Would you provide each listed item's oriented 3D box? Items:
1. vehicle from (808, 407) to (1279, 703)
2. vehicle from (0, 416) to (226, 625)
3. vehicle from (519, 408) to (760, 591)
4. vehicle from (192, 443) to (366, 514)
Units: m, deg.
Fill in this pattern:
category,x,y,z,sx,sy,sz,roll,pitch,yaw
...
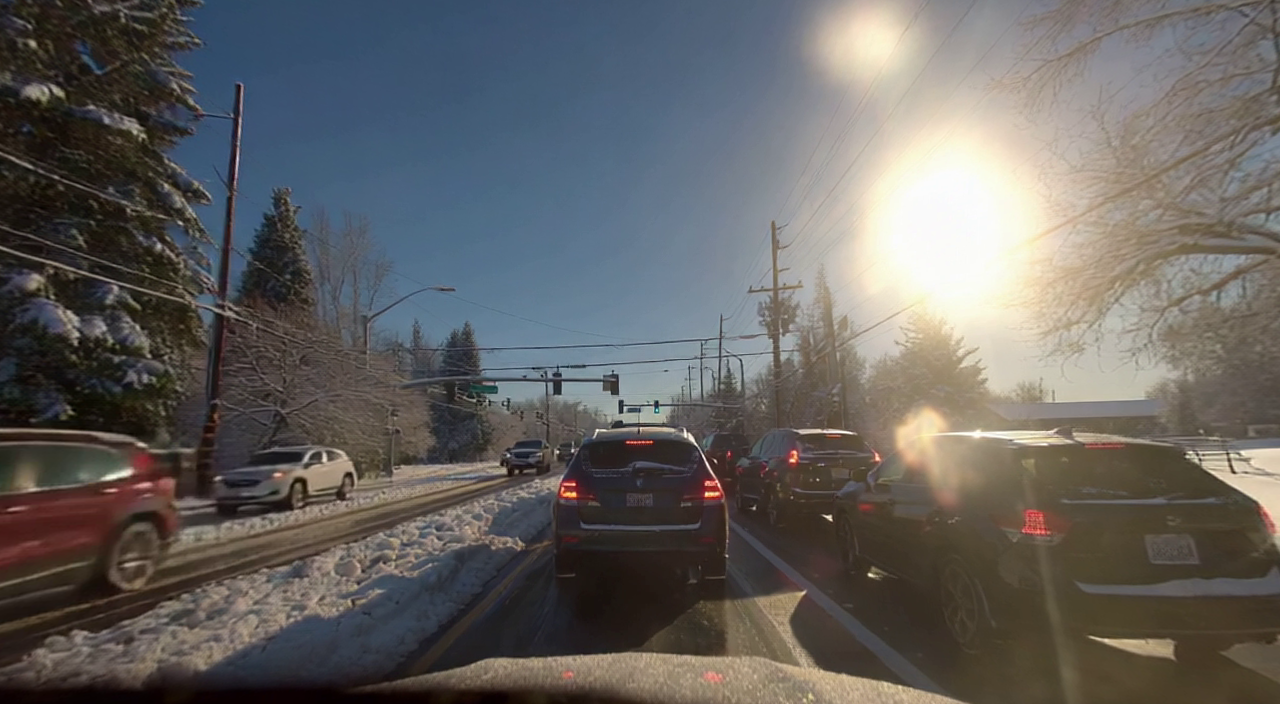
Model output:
category,x,y,z,sx,sy,sz,roll,pitch,yaw
vehicle,2.893,1.313,4.990,1.950,1.487,4.275,0,-8,0
vehicle,-6.397,1.470,5.695,2.225,1.713,4.514,0,-8,0
vehicle,0.009,1.661,7.910,2.200,1.653,4.127,0,-8,1
vehicle,-9.982,3.478,17.995,2.003,1.705,4.747,-1,-9,2
